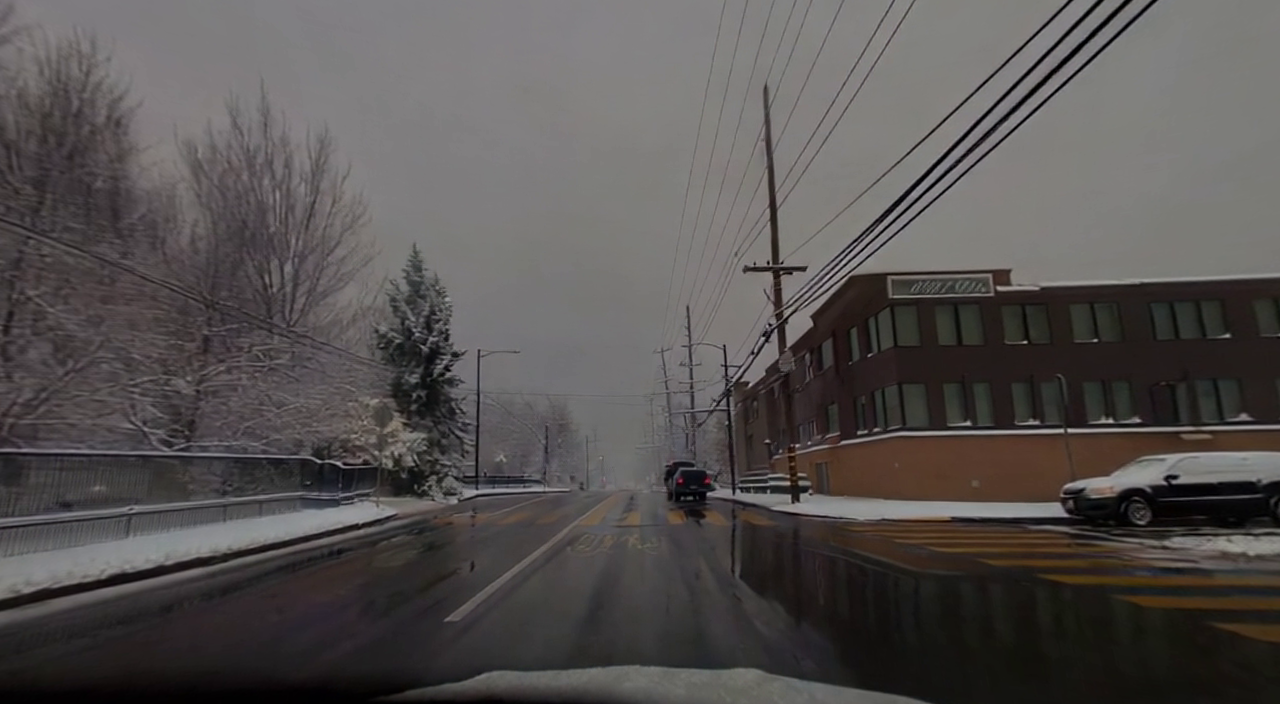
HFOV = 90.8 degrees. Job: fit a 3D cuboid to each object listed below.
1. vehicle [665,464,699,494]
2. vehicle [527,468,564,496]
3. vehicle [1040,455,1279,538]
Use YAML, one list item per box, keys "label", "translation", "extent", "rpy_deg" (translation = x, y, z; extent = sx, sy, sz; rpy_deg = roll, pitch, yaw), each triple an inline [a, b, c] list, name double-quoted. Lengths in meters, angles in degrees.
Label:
- label: "vehicle"
  translation: [2.878, 8.797, 44.097]
  extent: [1.953, 1.774, 5.008]
  rpy_deg: [0, -8, -1]
- label: "vehicle"
  translation: [-6.607, 9.168, 44.645]
  extent: [1.913, 1.682, 4.365]
  rpy_deg: [0, -8, 0]
- label: "vehicle"
  translation: [11.464, 2.943, 13.208]
  extent: [4.771, 1.492, 2.107]
  rpy_deg: [0, -8, -2]
